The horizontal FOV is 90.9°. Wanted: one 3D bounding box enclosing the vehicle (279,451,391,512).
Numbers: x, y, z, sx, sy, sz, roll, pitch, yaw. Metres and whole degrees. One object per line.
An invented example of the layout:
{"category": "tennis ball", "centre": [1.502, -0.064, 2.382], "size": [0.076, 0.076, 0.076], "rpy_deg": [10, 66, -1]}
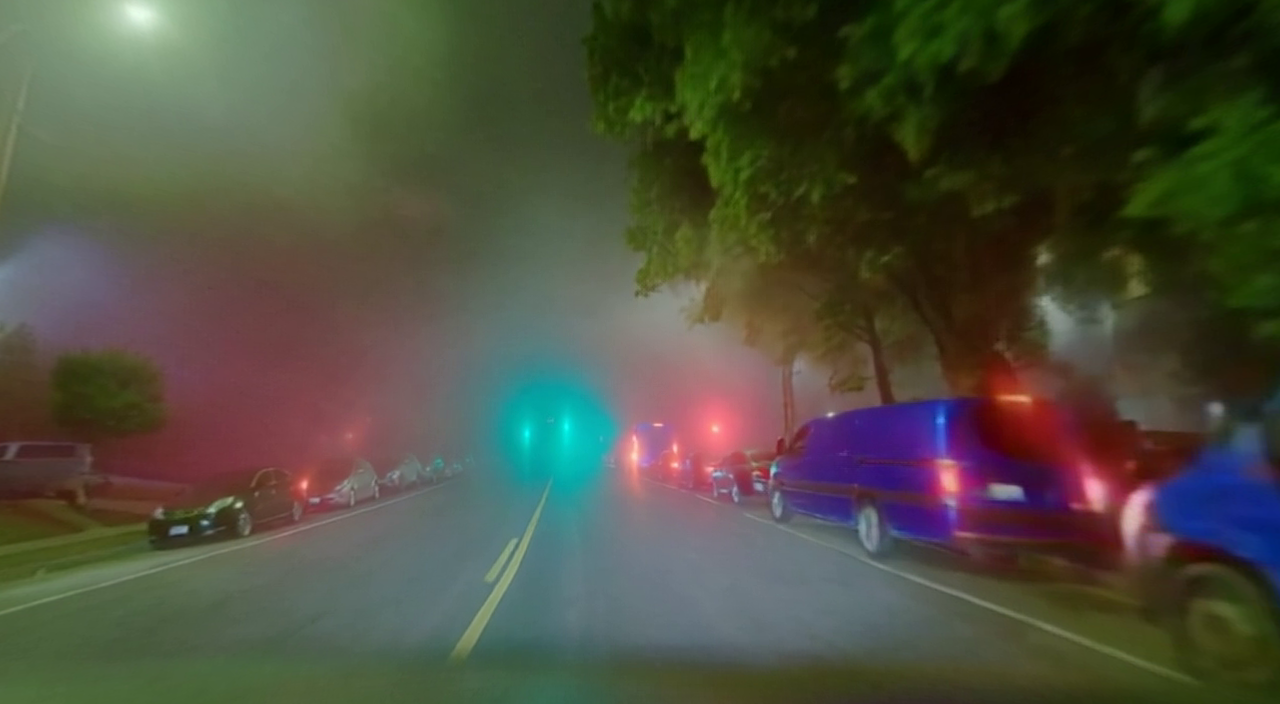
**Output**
{"category": "vehicle", "centre": [-8.823, 3.718, 18.614], "size": [1.775, 1.433, 4.011], "rpy_deg": [-1, -8, -8]}

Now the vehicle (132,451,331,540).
{"category": "vehicle", "centre": [-8.331, 2.891, 13.412], "size": [1.950, 1.489, 4.214], "rpy_deg": [0, -9, -9]}

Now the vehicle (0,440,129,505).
{"category": "vehicle", "centre": [-17.606, 3.387, 17.790], "size": [4.422, 1.689, 2.021], "rpy_deg": [0, -9, -6]}

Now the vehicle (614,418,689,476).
{"category": "vehicle", "centre": [0.458, 5.316, 35.411], "size": [3.089, 2.882, 6.770], "rpy_deg": [1, -9, -9]}

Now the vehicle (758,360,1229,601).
{"category": "vehicle", "centre": [3.669, 1.579, 8.766], "size": [2.309, 2.035, 6.647], "rpy_deg": [0, -9, -4]}
